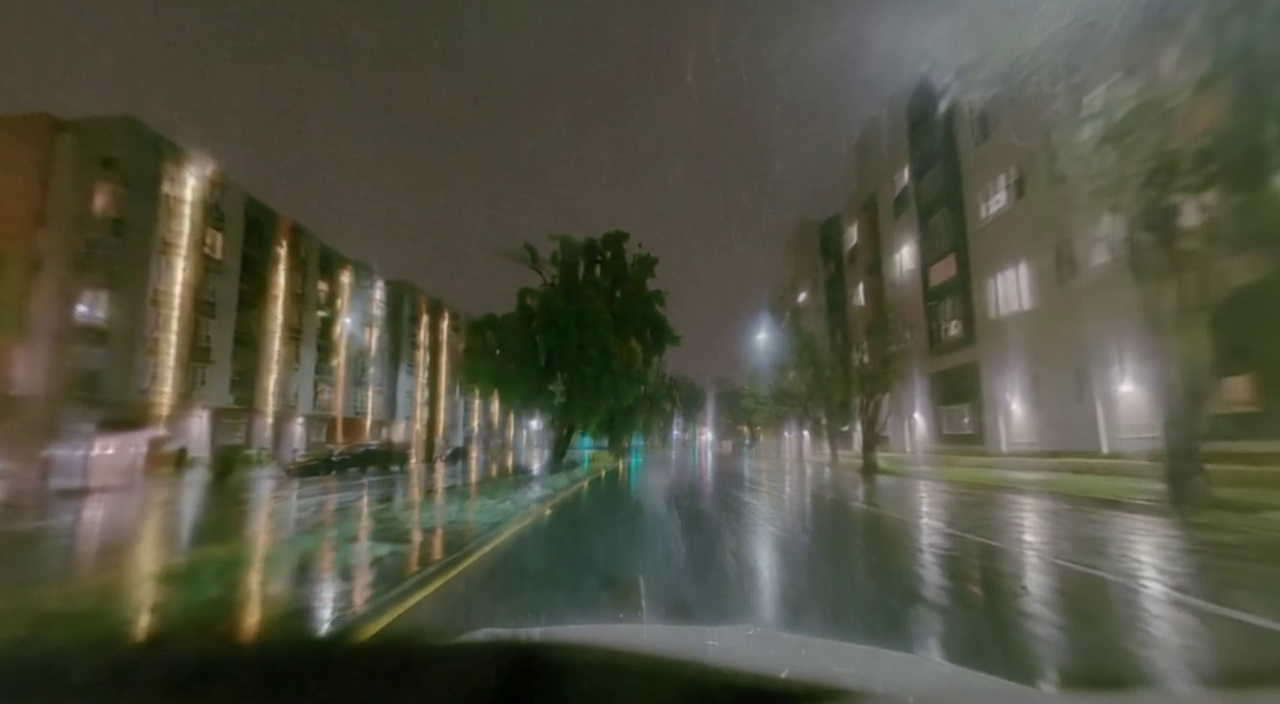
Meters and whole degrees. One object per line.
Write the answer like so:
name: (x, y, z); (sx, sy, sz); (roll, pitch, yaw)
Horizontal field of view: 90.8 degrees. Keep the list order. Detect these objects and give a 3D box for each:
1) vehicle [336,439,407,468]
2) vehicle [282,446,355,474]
vehicle: (-18.434, 7.006, 43.650); (2.295, 1.809, 5.236); (-2, -9, 4)
vehicle: (-18.833, 6.315, 37.223); (1.880, 1.457, 4.487); (-3, -8, 2)
